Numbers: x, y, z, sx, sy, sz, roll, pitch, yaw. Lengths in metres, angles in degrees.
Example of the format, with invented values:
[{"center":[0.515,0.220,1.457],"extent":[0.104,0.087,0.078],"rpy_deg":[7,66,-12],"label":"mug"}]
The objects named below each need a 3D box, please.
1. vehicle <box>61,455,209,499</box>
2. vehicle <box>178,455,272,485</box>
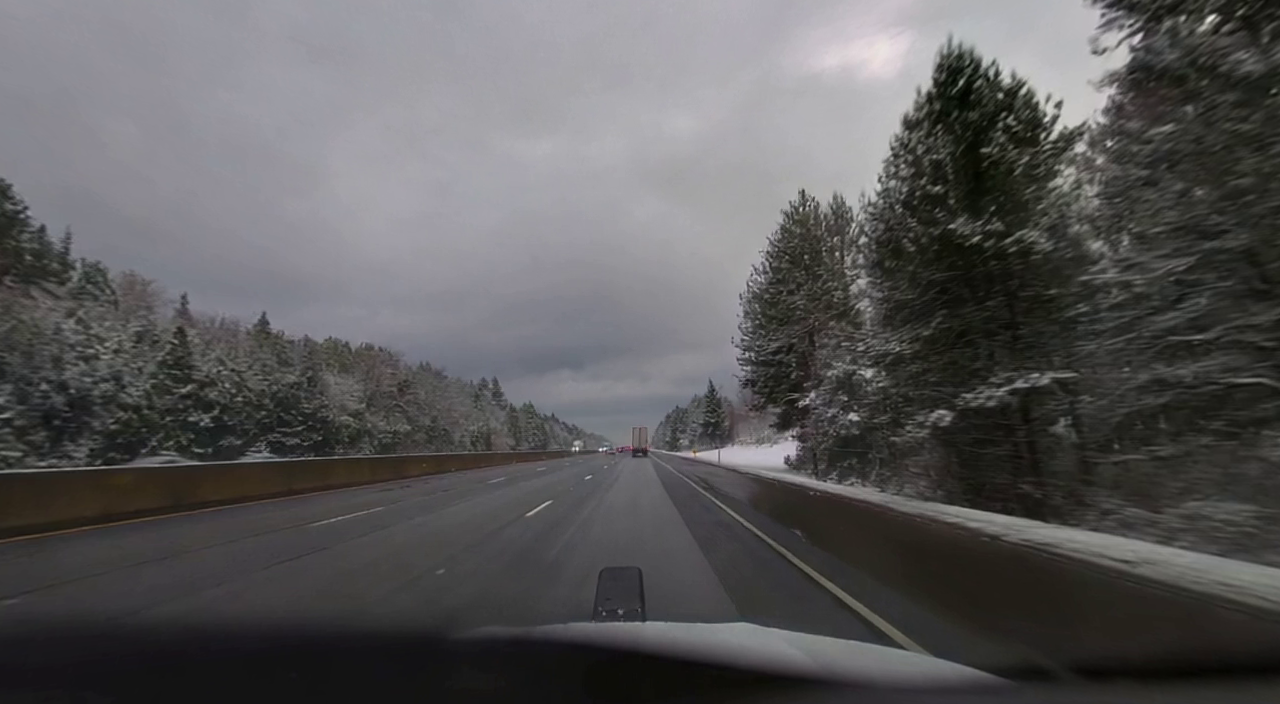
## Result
[{"center":[-19.265,4.753,24.412],"extent":[1.831,1.493,4.682],"rpy_deg":[0,-9,0],"label":"vehicle"},{"center":[-23.852,6.784,36.527],"extent":[2.255,1.555,4.759],"rpy_deg":[0,-9,0],"label":"vehicle"}]
